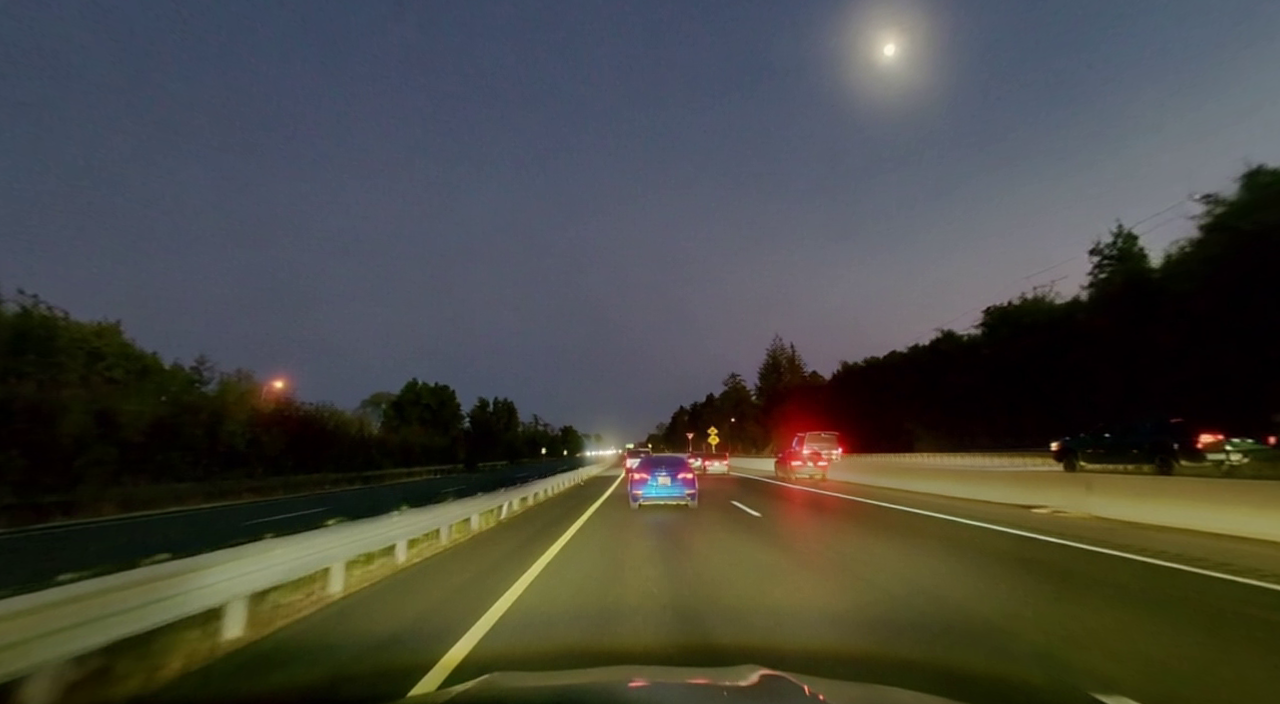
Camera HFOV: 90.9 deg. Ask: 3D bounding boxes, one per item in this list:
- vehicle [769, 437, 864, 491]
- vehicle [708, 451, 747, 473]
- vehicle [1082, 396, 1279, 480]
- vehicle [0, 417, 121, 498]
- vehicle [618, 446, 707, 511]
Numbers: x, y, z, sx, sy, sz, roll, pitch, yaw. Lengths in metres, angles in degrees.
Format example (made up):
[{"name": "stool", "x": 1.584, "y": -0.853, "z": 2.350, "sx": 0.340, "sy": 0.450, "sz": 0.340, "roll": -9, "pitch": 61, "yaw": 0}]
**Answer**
[{"name": "vehicle", "x": 6.539, "y": 4.219, "z": 23.947, "sx": 2.177, "sy": 1.827, "sz": 4.565, "roll": 0, "pitch": -9, "yaw": -1}, {"name": "vehicle", "x": 6.083, "y": 7.699, "z": 44.277, "sx": 2.015, "sy": 1.454, "sz": 4.324, "roll": 0, "pitch": -9, "yaw": -2}, {"name": "vehicle", "x": 31.780, "y": 4.887, "z": 35.070, "sx": 2.822, "sy": 3.996, "sz": 14.073, "roll": 1, "pitch": -9, "yaw": -6}, {"name": "vehicle", "x": -33.300, "y": 5.813, "z": 34.583, "sx": 2.902, "sy": 3.981, "sz": 7.819, "roll": -3, "pitch": -8, "yaw": 0}, {"name": "vehicle", "x": 0.503, "y": 3.253, "z": 16.603, "sx": 2.076, "sy": 1.485, "sz": 3.774, "roll": 0, "pitch": -9, "yaw": 0}]
